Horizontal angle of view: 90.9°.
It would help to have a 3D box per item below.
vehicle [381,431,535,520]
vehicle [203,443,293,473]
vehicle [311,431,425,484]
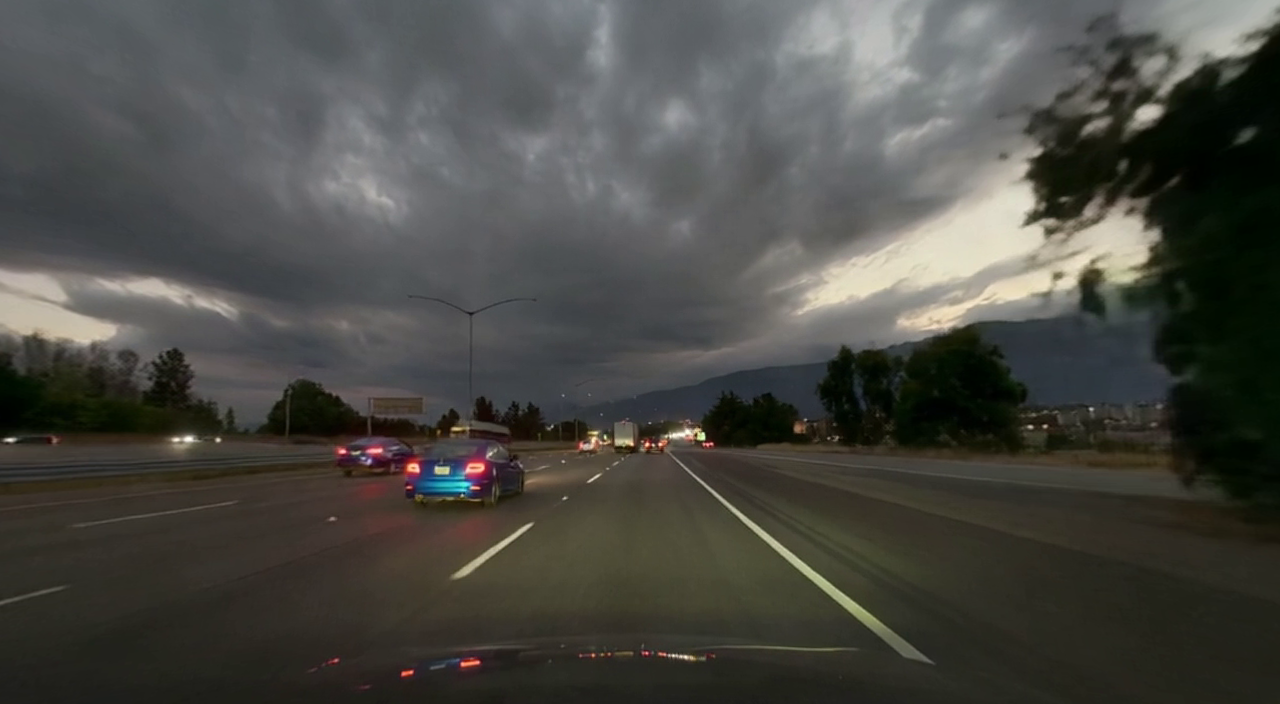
[{"bbox_3d":[-3.476,2.417,12.854,1.953,1.511,3.704,-1,-8,1],"label":"vehicle"},{"bbox_3d":[-22.429,6.067,36.366,1.928,1.563,4.820,-1,-8,3],"label":"vehicle"},{"bbox_3d":[-10.253,3.994,24.317,2.044,1.810,5.016,-1,-8,2],"label":"vehicle"}]
